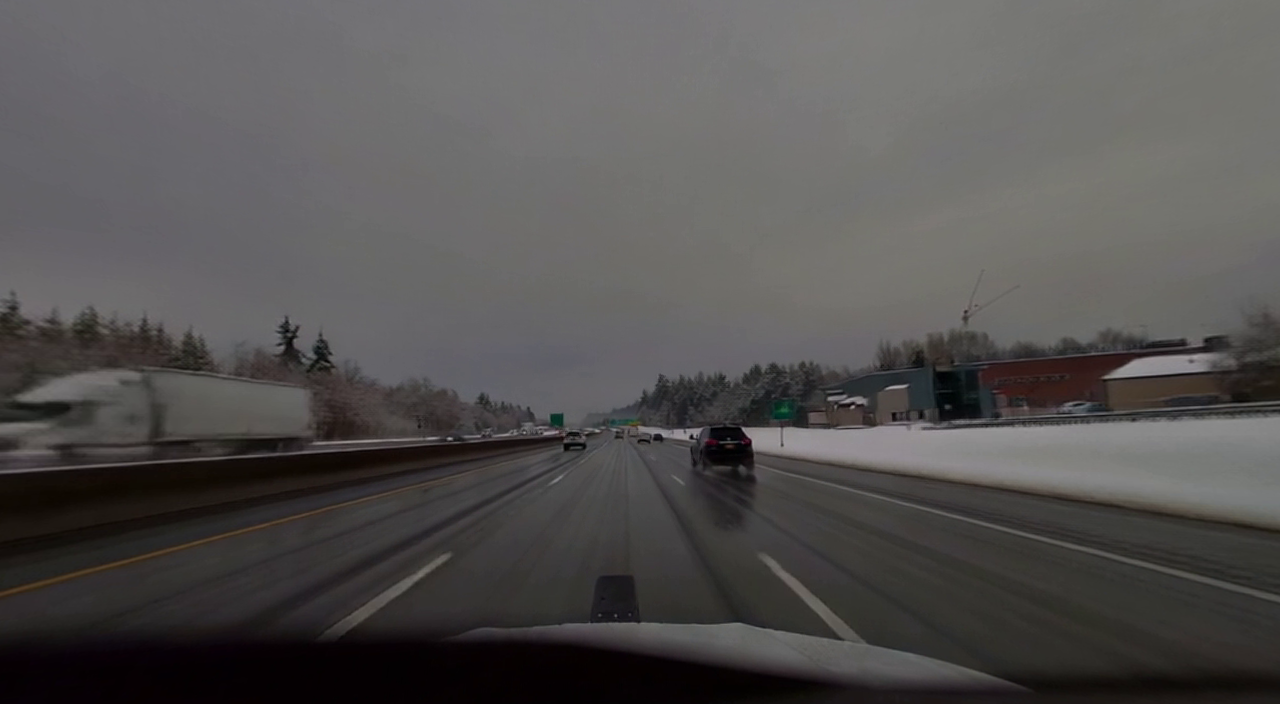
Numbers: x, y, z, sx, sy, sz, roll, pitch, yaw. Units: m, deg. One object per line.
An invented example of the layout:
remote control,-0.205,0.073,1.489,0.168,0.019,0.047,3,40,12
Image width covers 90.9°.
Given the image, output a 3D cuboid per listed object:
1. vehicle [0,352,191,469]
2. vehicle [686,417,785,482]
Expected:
vehicle,-21.109,2.367,24.355,3.001,3.983,5.879,0,-8,-1
vehicle,2.589,2.759,18.192,2.022,1.637,4.229,0,-8,-2
